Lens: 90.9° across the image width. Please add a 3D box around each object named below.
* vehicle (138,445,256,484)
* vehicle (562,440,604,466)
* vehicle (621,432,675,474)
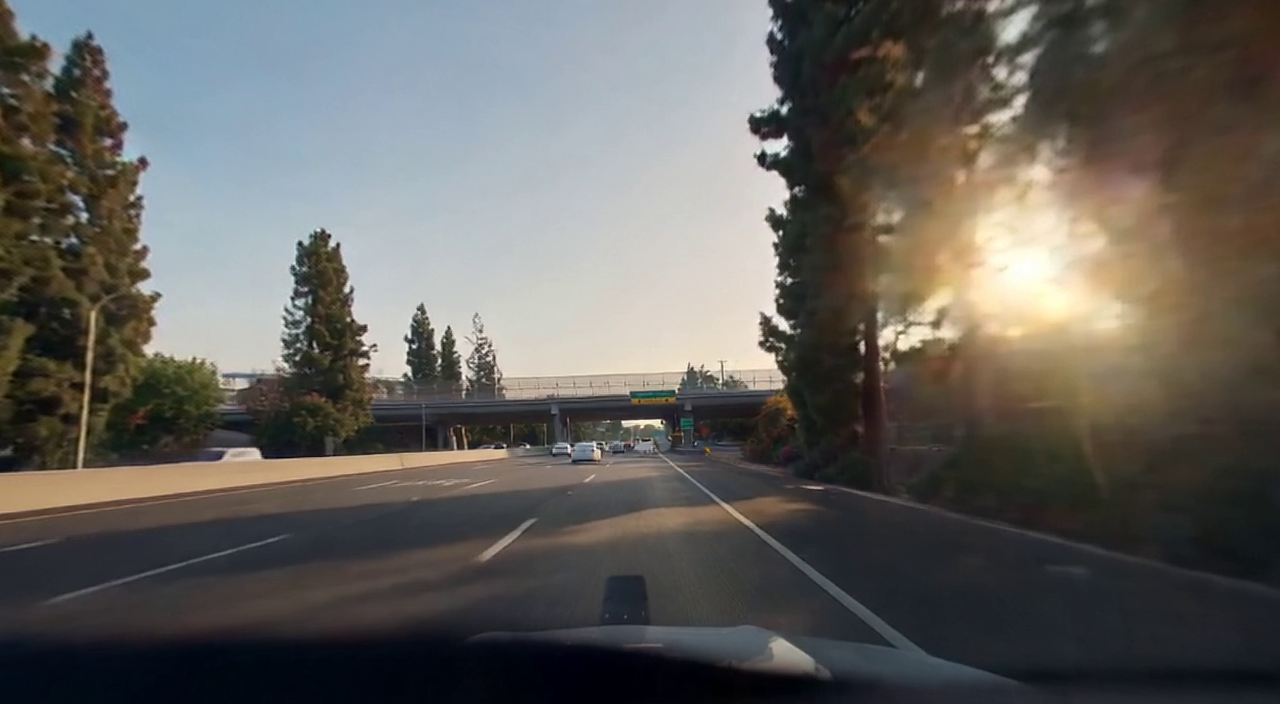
[{"bbox_3d":[-20.963,5.286,30.155,2.044,1.656,4.874,0,-8,0],"label":"vehicle"},{"bbox_3d":[-3.381,6.092,38.158,2.056,1.464,4.564,0,-8,1],"label":"vehicle"},{"bbox_3d":[0.315,4.397,27.638,2.152,1.697,4.066,0,-8,0],"label":"vehicle"}]
